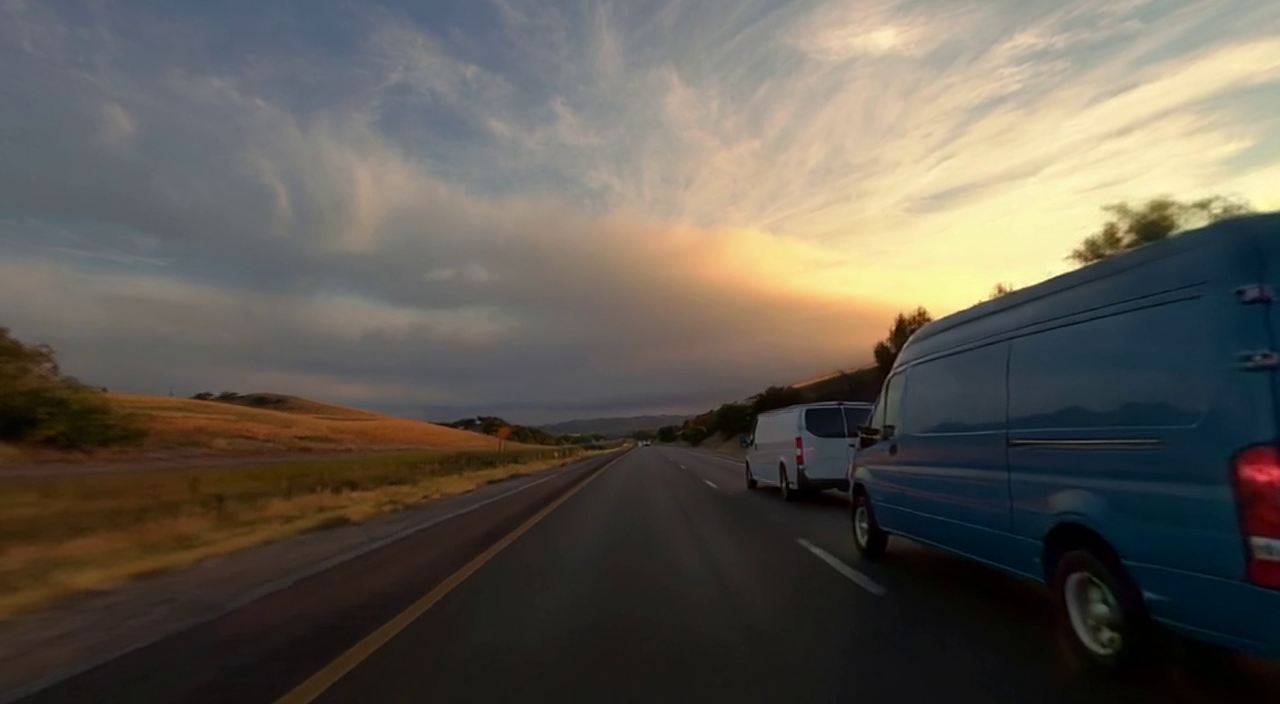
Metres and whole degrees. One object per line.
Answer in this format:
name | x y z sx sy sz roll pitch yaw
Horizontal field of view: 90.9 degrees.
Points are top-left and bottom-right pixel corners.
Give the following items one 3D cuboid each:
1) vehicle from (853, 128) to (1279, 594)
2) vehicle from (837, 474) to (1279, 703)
vehicle | 4.061 0.378 5.457 2.444 2.053 5.616 0 -7 0
vehicle | 3.980 1.649 5.398 2.702 0.824 6.391 0 -8 1
